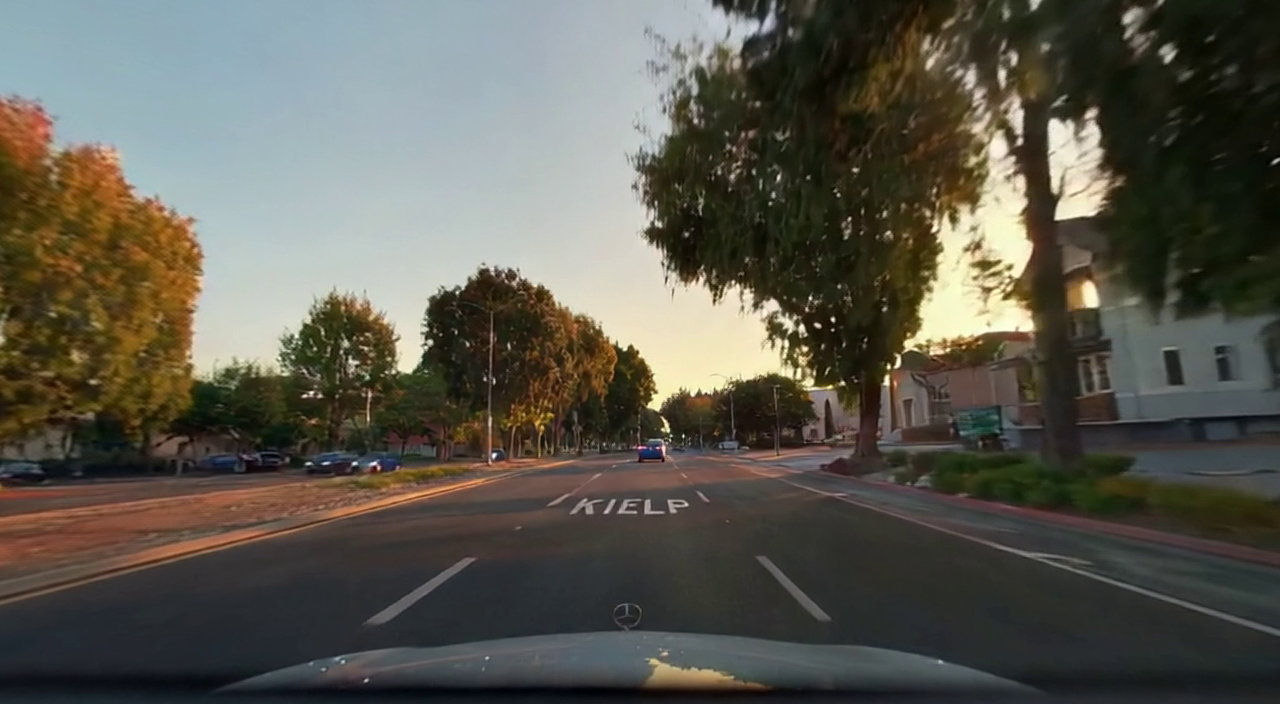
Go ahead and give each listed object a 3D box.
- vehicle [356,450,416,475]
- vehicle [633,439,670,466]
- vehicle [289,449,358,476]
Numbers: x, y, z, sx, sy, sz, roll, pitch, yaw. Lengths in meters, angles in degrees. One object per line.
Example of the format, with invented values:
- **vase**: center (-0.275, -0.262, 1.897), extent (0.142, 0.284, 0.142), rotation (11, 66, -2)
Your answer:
- **vehicle**: center (-16.266, 7.055, 40.400), extent (1.824, 1.462, 4.520), rotation (0, -9, 2)
- **vehicle**: center (0.703, 6.046, 37.858), extent (2.144, 1.505, 4.128), rotation (0, -9, 2)
- **vehicle**: center (-20.409, 7.096, 40.661), extent (1.936, 1.611, 4.584), rotation (0, -9, 2)
